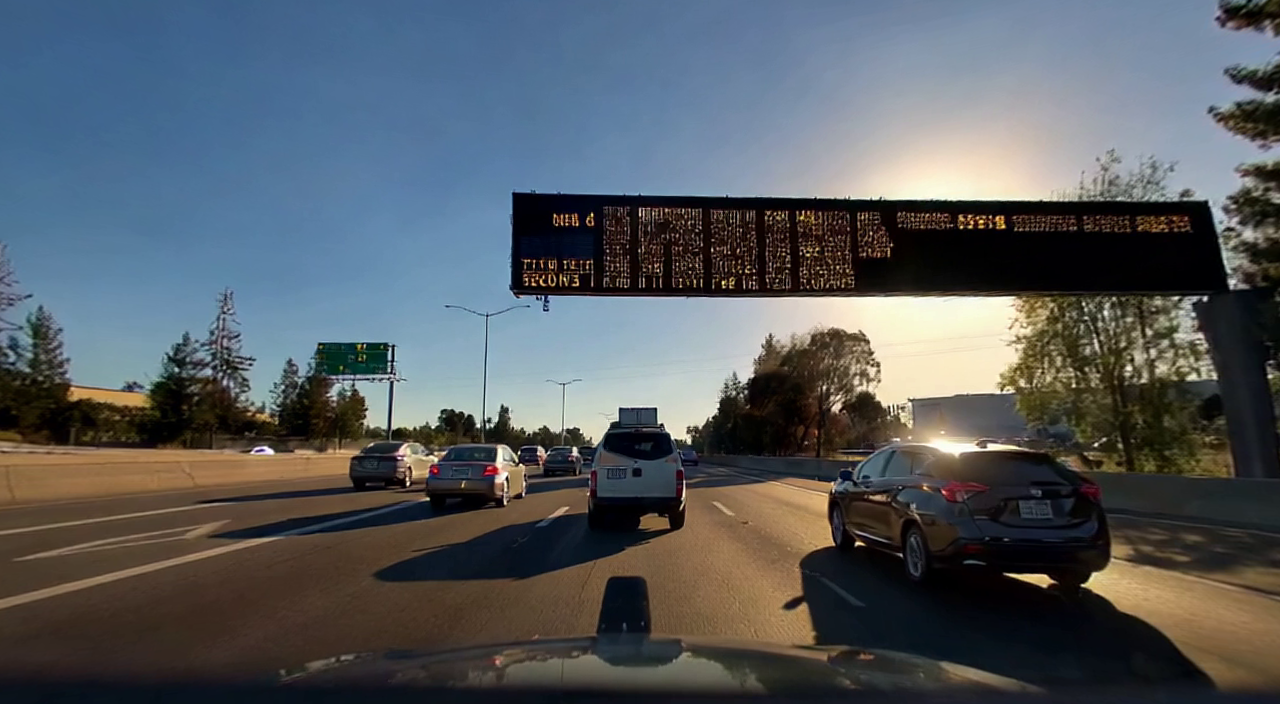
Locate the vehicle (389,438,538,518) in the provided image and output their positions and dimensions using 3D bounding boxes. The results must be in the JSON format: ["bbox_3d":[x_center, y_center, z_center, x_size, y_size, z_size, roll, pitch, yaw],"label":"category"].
[{"bbox_3d":[-3.592,2.642,13.754,2.005,1.458,4.143,0,-9,1],"label":"vehicle"}]

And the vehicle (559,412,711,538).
[{"bbox_3d":[-0.080,2.052,11.013,2.152,1.779,3.924,0,-9,0],"label":"vehicle"}]

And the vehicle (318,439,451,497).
[{"bbox_3d":[-7.429,3.410,18.928,2.026,1.507,4.536,0,-9,1],"label":"vehicle"}]

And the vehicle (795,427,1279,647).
[{"bbox_3d":[3.273,1.596,6.599,2.018,1.470,4.491,0,-9,-2],"label":"vehicle"}]
